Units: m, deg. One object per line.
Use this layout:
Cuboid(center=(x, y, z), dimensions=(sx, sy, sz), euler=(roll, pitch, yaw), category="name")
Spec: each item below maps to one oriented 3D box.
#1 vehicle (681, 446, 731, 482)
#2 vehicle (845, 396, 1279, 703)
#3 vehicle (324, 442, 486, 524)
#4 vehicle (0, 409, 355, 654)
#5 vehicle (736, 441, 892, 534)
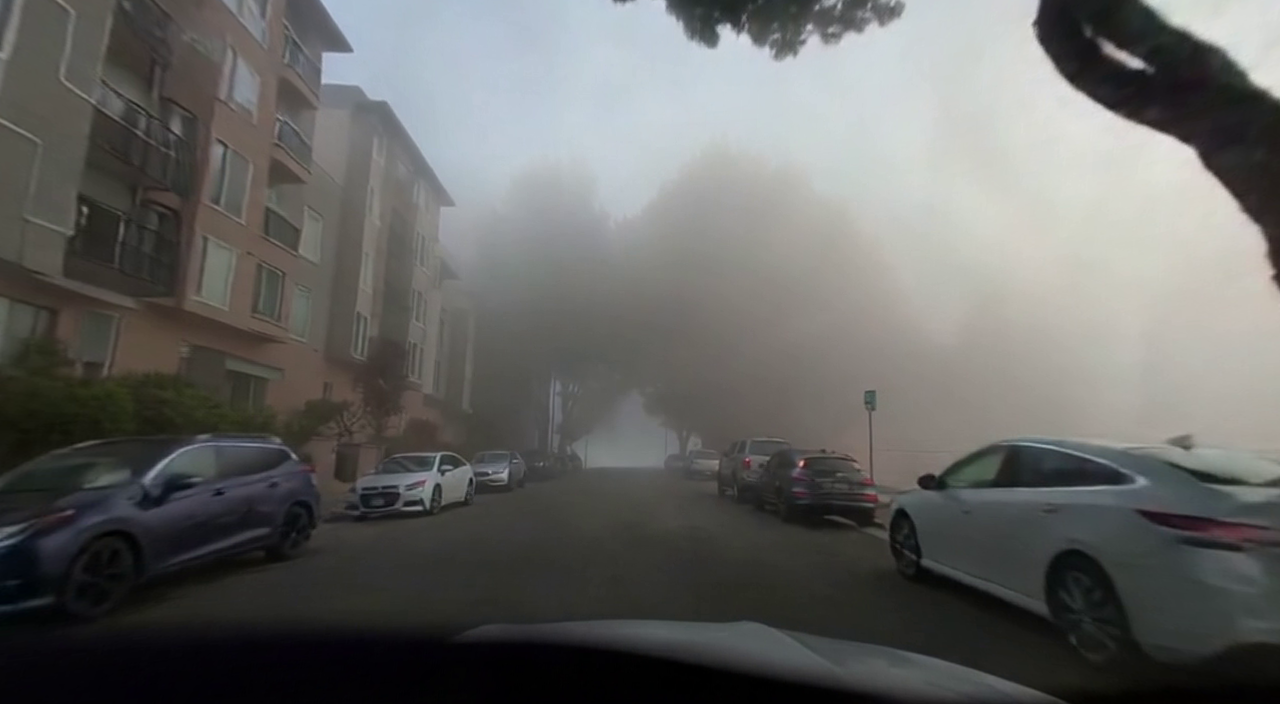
Cuboid(center=(3.652, 6.261, 35.691), dimensions=(2.137, 1.848, 4.953), euler=(0, -9, -2), category="vehicle")
Cuboid(center=(3.751, 1.422, 5.317), dimensions=(2.187, 1.699, 5.038), euler=(0, -9, -2), category="vehicle")
Cuboid(center=(-5.765, 3.244, 16.407), dimensions=(2.256, 1.590, 5.488), euler=(-3, -8, -2), category="vehicle")
Cuboid(center=(-5.600, 1.684, 7.209), dimensions=(2.222, 1.735, 5.215), euler=(0, -9, 1), category="vehicle")
Cuboid(center=(3.536, 2.831, 13.970), dimensions=(1.988, 1.652, 5.017), euler=(0, -9, 0), category="vehicle")
